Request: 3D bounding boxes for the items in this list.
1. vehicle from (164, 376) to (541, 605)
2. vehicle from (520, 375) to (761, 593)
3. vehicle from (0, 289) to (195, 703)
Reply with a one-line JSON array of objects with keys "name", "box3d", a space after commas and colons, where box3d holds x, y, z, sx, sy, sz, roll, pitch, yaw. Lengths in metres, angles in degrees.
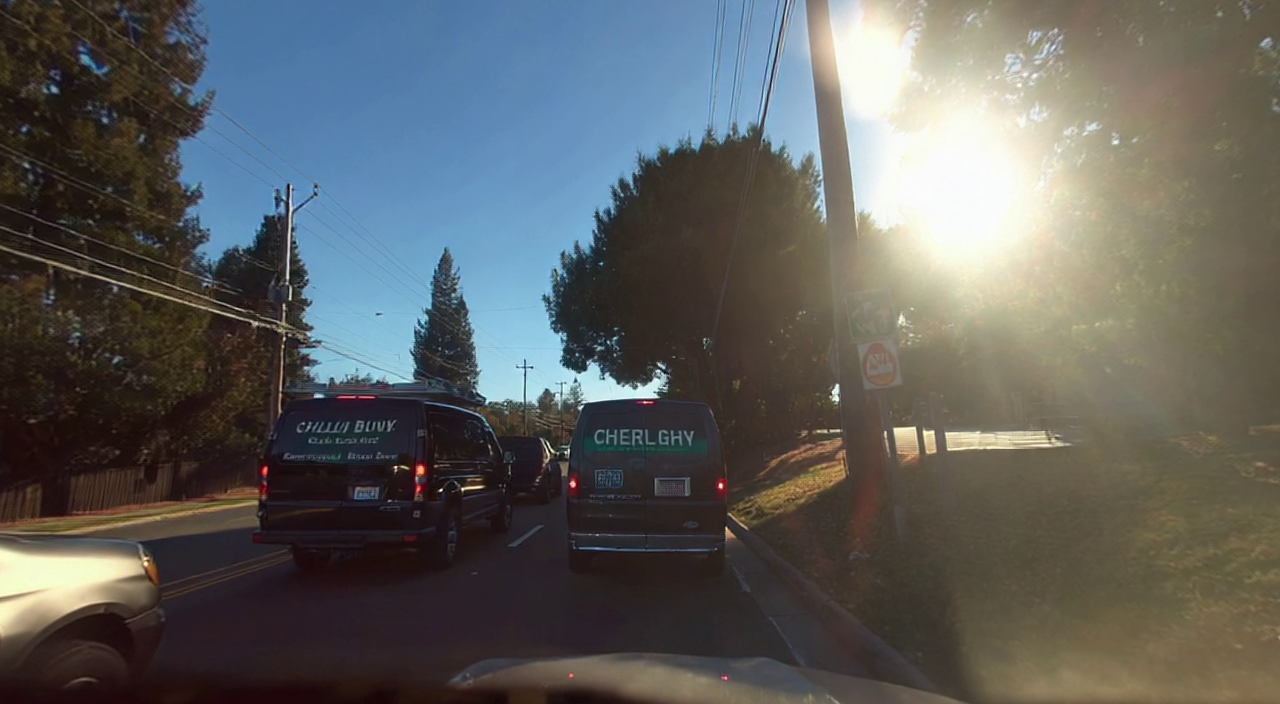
[{"name": "vehicle", "box3d": [-2.751, 1.482, 7.623, 2.109, 1.851, 4.749, -1, -8, 3]}, {"name": "vehicle", "box3d": [0.114, 1.465, 7.702, 2.117, 1.911, 4.095, -1, -8, 3]}, {"name": "vehicle", "box3d": [-3.134, 0.458, 0.256, 2.160, 1.796, 4.997, 0, -8, 1]}]
